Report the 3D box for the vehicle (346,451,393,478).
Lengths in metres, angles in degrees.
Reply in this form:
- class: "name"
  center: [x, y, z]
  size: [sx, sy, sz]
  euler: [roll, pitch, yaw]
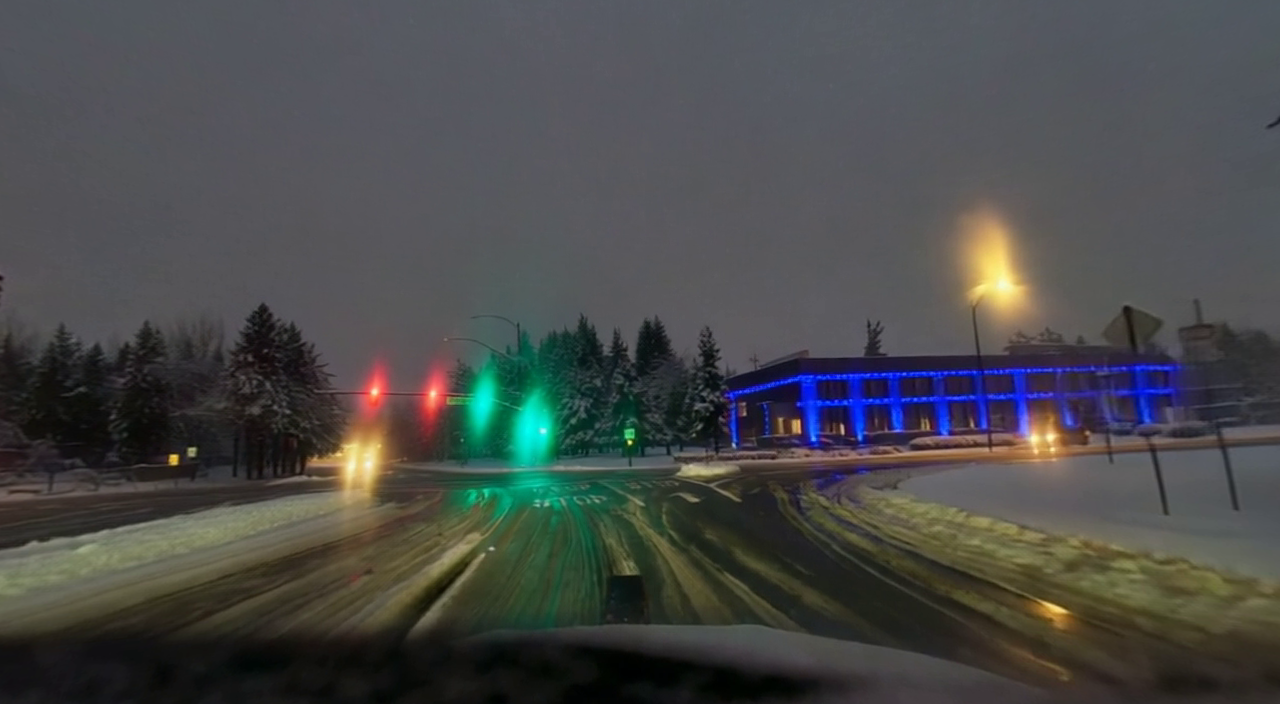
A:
- class: "vehicle"
  center: [-20.889, 8.642, 48.564]
  size: [2.336, 1.923, 5.570]
  euler: [6, -11, -32]
